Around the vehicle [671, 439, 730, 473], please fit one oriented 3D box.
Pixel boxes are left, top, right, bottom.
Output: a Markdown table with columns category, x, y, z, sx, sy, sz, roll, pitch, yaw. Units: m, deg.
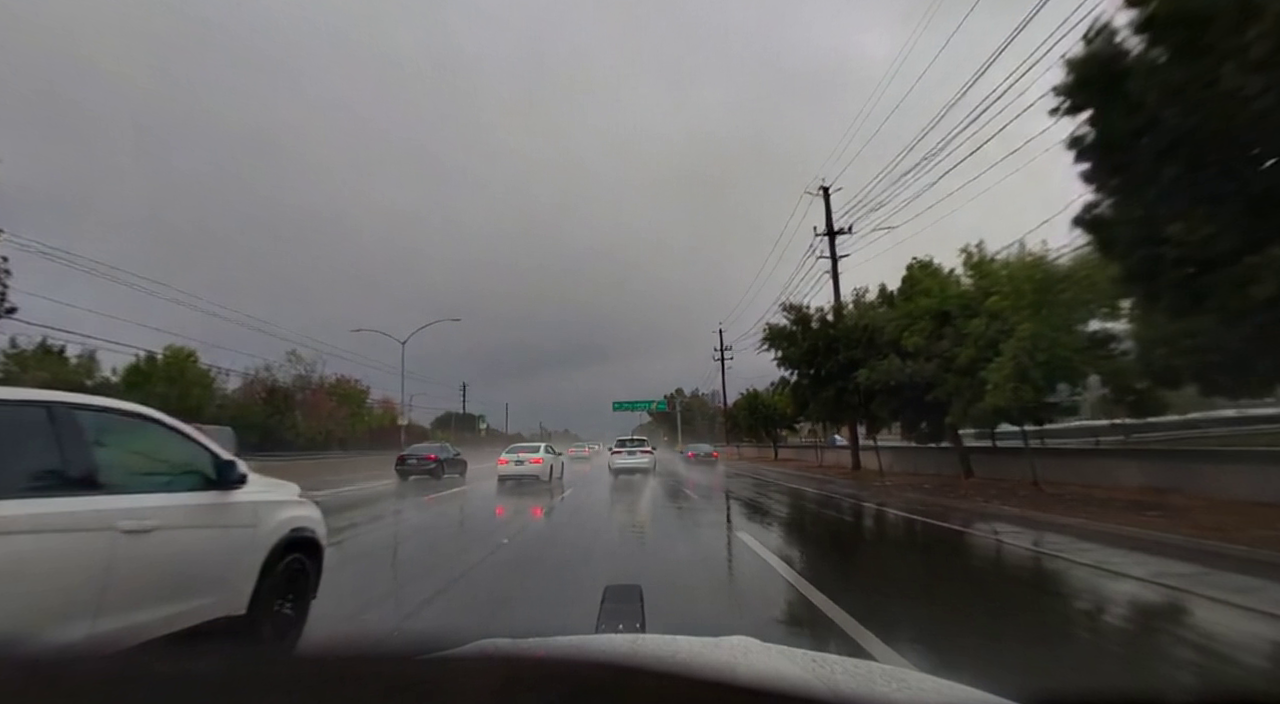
| category | x | y | z | sx | sy | sz | roll | pitch | yaw |
| --- | --- | --- | --- | --- | --- | --- | --- | --- | --- |
| vehicle | 2.818 | 4.985 | 30.512 | 2.197 | 1.464 | 4.356 | 0 | -8 | -3 |

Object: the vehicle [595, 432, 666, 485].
| category | x | y | z | sx | sy | sz | roll | pitch | yaw |
| --- | --- | --- | --- | --- | --- | --- | --- | --- | --- |
| vehicle | -0.357 | 3.746 | 22.518 | 2.284 | 1.699 | 4.168 | 0 | -8 | -1 |

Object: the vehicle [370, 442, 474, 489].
| category | x | y | z | sx | sy | sz | roll | pitch | yaw |
| --- | --- | --- | --- | --- | --- | --- | --- | --- | --- |
| vehicle | -7.311 | 3.822 | 21.764 | 1.959 | 1.435 | 4.719 | 0 | -8 | -1 |

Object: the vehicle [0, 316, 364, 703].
| category | x | y | z | sx | sy | sz | roll | pitch | yaw |
| --- | --- | --- | --- | --- | --- | --- | --- | --- | --- |
| vehicle | -3.243 | 0.810 | 2.424 | 2.277 | 1.728 | 4.661 | 0 | -8 | 0 |

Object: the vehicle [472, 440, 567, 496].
| category | x | y | z | sx | sy | sz | roll | pitch | yaw |
| --- | --- | --- | --- | --- | --- | --- | --- | --- | --- |
| vehicle | -3.413 | 3.356 | 18.789 | 1.958 | 1.447 | 4.454 | 0 | -8 | 0 |
